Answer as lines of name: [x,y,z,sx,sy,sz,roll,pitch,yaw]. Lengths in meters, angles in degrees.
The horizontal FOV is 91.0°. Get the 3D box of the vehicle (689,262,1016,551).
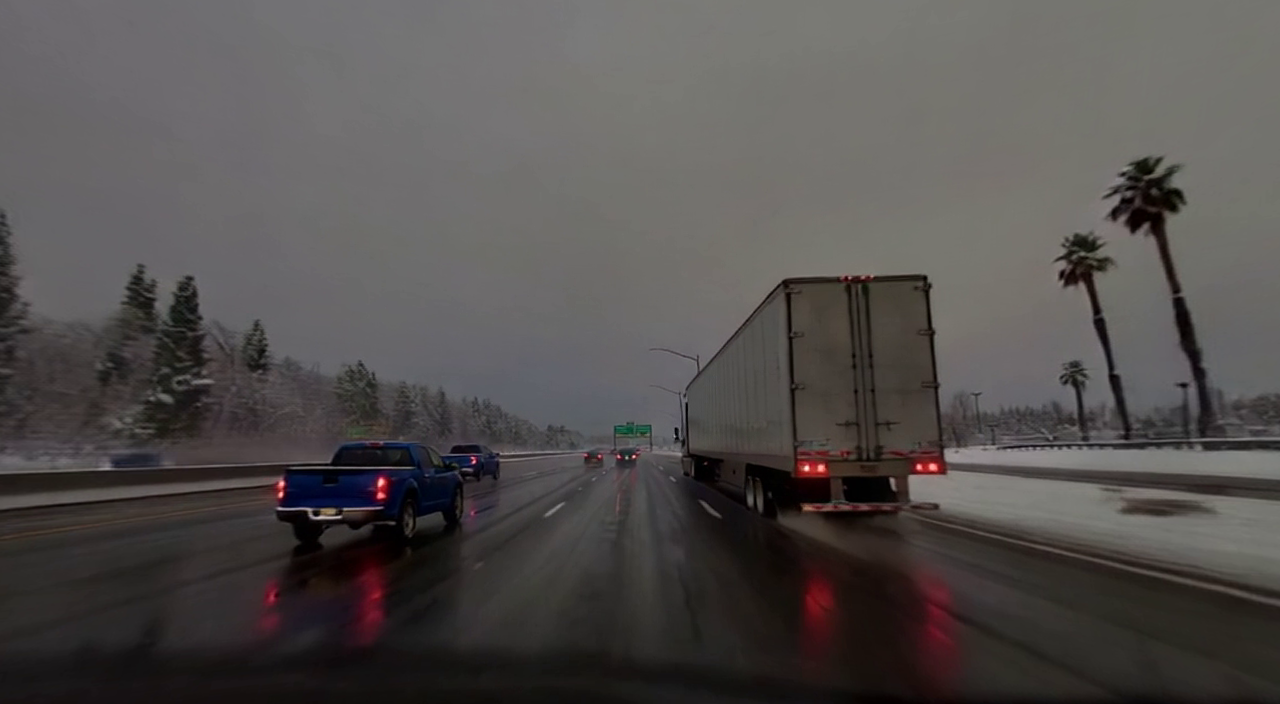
vehicle: [3.611,1.928,17.141,2.891,4.123,16.415,0,-9,-1]

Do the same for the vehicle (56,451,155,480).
vehicle: [-36.359,7.690,43.063,2.037,1.800,5.396,0,-9,0]

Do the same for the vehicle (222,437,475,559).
vehicle: [-4.276,2.179,10.168,2.120,1.537,4.139,0,-9,0]
